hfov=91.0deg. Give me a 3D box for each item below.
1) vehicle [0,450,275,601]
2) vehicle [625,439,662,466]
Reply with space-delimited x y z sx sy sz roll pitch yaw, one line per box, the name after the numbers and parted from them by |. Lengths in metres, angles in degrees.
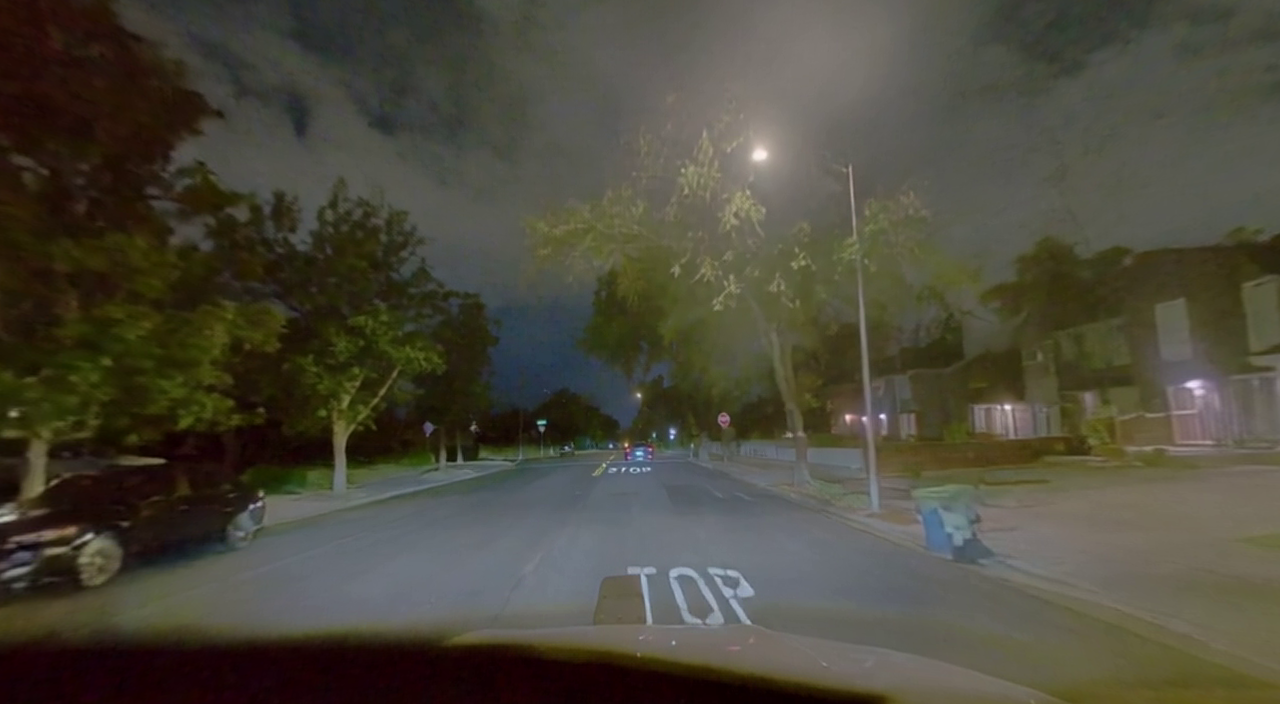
-6.956 2.085 8.440 1.789 1.481 3.957 0 -9 -1 | vehicle
0.201 5.841 36.637 2.043 1.484 4.340 0 -9 0 | vehicle
